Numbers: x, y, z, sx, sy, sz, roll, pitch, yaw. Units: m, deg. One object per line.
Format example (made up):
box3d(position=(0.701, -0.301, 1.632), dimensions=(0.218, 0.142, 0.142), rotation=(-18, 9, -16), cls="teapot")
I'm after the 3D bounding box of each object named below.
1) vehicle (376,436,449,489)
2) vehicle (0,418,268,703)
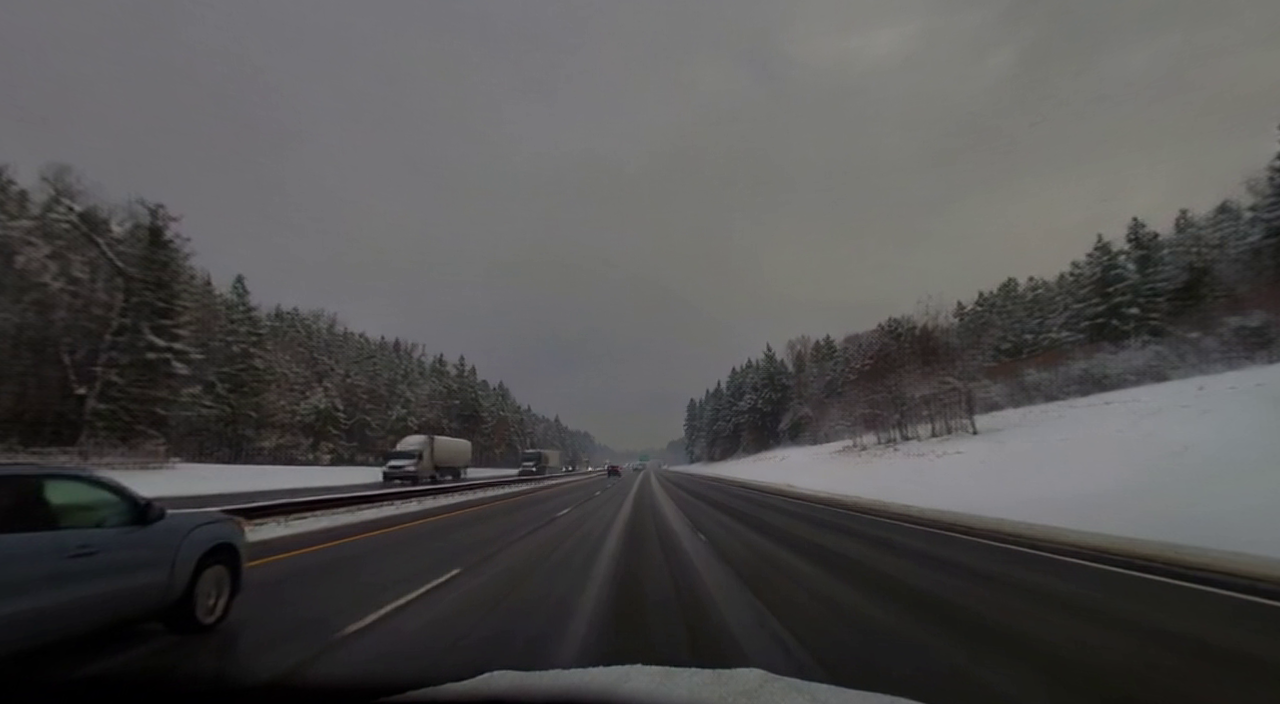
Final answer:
box3d(position=(-17.291, 8.485, 48.379), dimensions=(3.012, 3.730, 6.328), rotation=(0, -10, 0), cls="vehicle")
box3d(position=(-3.942, 0.994, 2.598), dimensions=(2.043, 1.486, 4.442), rotation=(1, -10, 0), cls="vehicle")
